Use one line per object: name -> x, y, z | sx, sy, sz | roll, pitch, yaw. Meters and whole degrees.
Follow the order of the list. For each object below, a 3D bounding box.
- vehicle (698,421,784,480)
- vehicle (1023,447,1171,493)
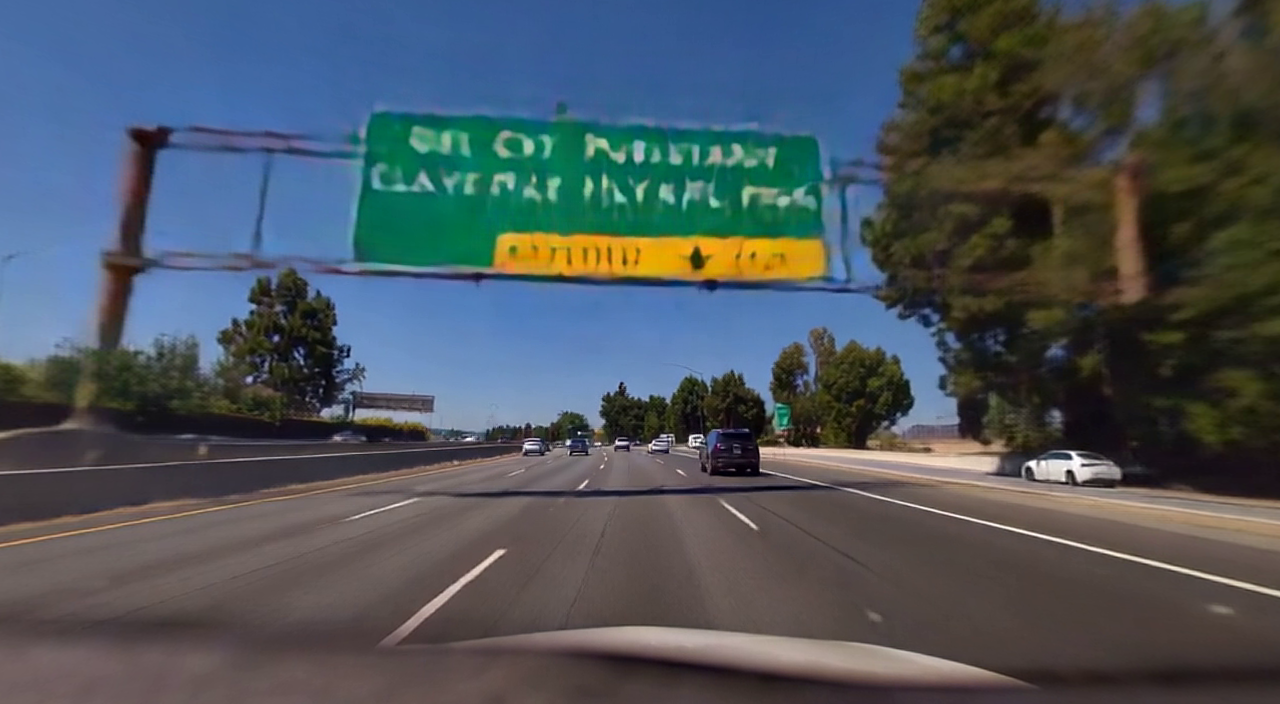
vehicle -> 3.297, 3.342, 21.609 | 2.043, 1.795, 4.347 | 0, -8, -2
vehicle -> 18.011, 4.628, 25.248 | 2.033, 1.580, 4.752 | 1, -8, -6
